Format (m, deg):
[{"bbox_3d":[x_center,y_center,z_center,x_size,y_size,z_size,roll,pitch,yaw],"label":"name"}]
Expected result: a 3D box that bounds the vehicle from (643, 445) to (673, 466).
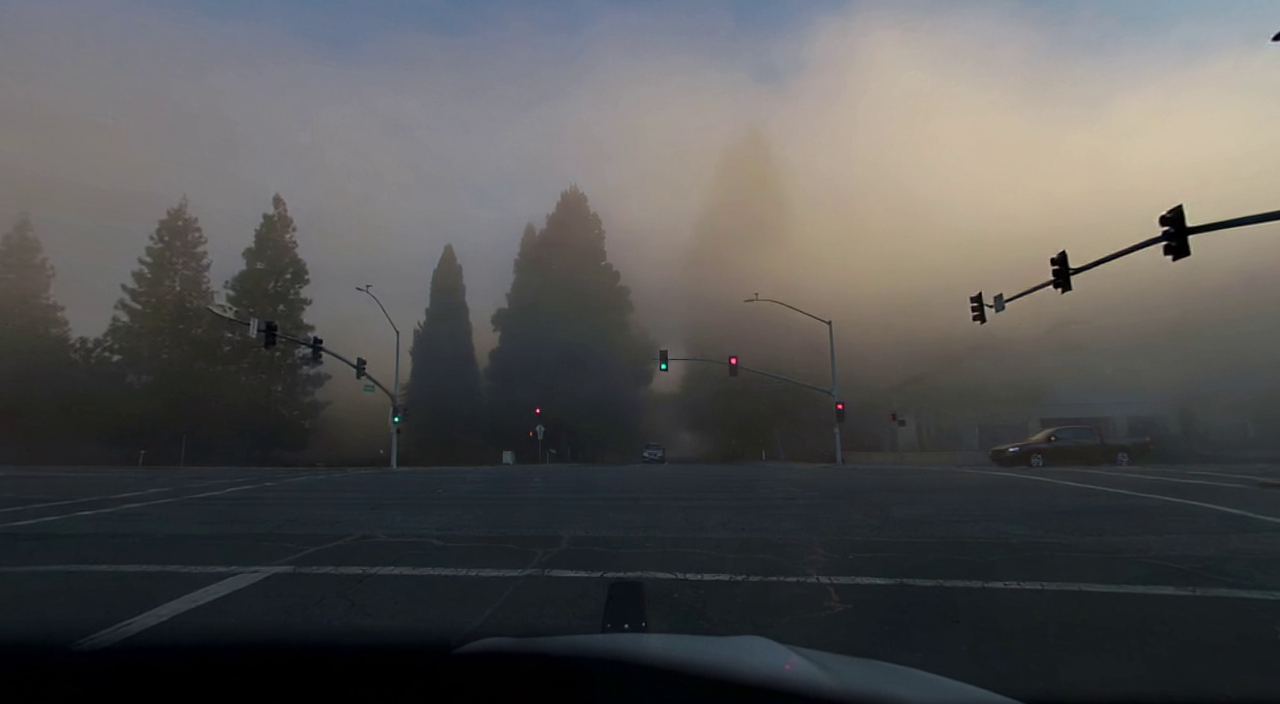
[{"bbox_3d":[1.270,7.614,46.466,2.132,1.449,4.235,0,-9,0],"label":"vehicle"}]
